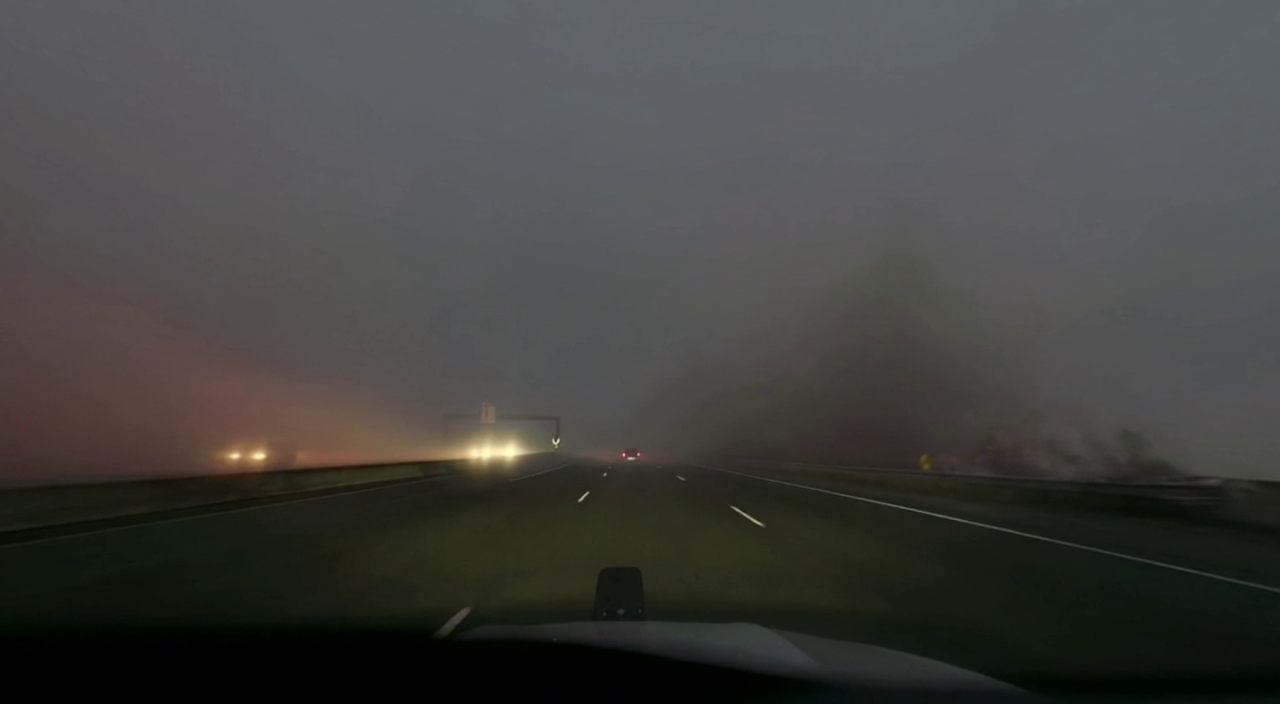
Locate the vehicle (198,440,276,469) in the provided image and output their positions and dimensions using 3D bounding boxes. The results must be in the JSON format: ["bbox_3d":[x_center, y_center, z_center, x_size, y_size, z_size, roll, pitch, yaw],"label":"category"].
[{"bbox_3d":[-20.775,5.307,32.717,1.655,1.398,3.546,0,-9,0],"label":"vehicle"}]
